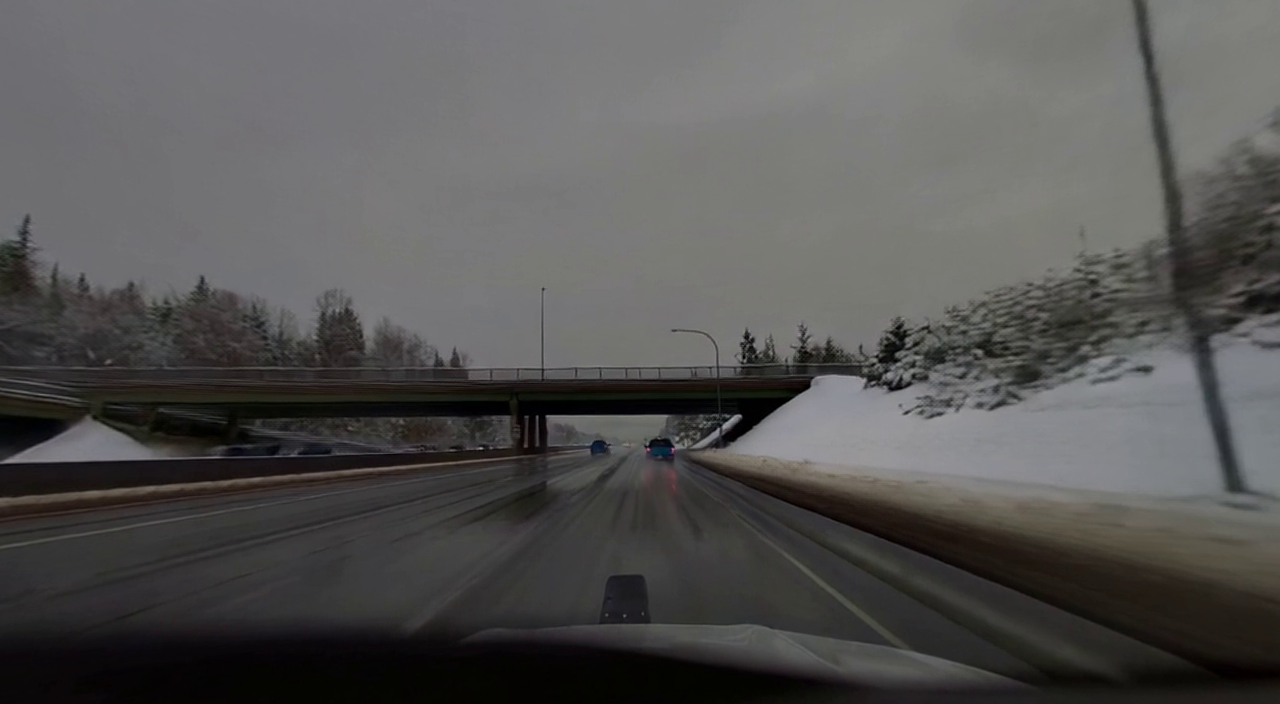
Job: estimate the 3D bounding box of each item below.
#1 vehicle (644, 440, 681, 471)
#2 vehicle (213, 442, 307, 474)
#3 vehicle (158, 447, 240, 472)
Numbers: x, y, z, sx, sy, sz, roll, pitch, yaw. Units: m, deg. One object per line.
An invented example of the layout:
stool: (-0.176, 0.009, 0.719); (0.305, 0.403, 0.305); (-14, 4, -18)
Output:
vehicle: (1.259, 5.929, 36.500); (2.010, 1.637, 4.940); (0, -8, 1)
vehicle: (-19.968, 5.567, 33.398); (2.113, 1.559, 4.495); (0, -8, 1)
vehicle: (-26.574, 6.458, 38.197); (1.842, 1.430, 4.330); (0, -8, 1)
